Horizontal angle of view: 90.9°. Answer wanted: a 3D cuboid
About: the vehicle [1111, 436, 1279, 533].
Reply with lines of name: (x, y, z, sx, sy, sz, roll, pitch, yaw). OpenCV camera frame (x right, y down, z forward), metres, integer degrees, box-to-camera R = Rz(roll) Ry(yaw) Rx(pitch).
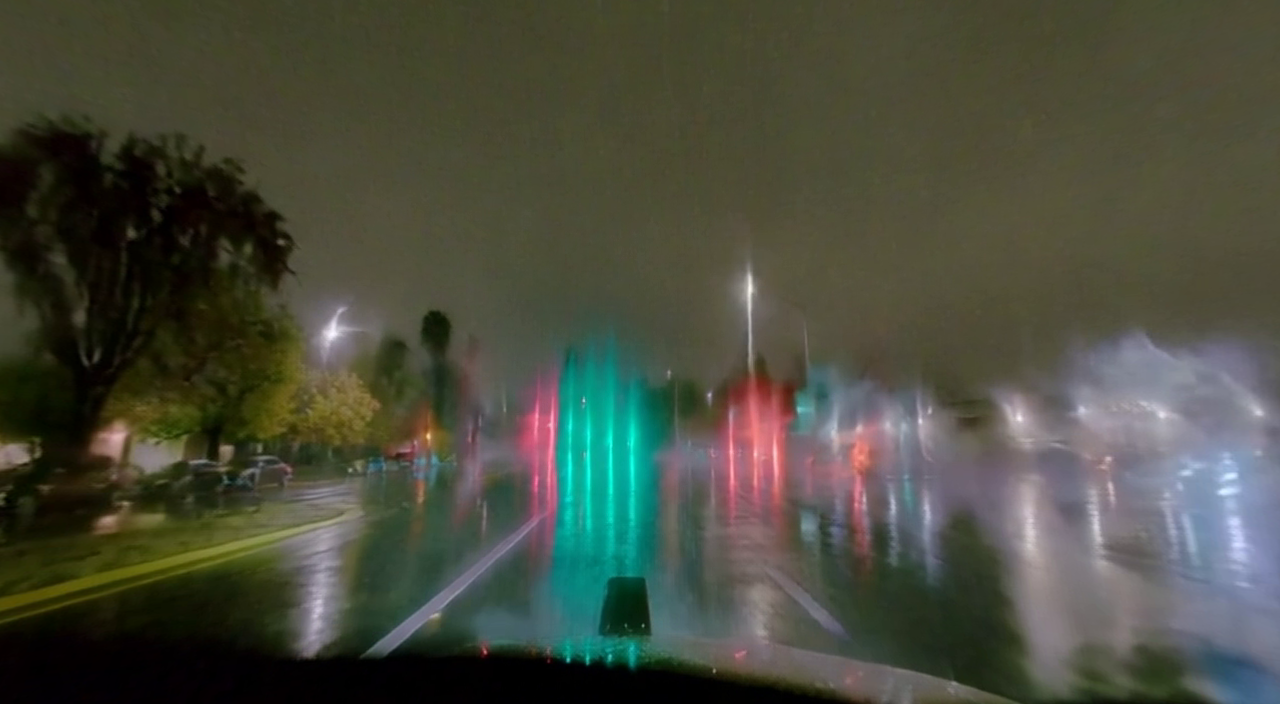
vehicle: (10.770, 2.290, 11.427, 1.901, 1.423, 4.448, -2, -9, 14)

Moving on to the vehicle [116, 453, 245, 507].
vehicle: (-17.634, 4.874, 24.509, 1.802, 1.477, 4.648, -3, -5, -4)

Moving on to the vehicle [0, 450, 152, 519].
vehicle: (-17.530, 3.897, 19.138, 1.883, 1.775, 4.466, -1, -8, -2)

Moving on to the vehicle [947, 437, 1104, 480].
vehicle: (15.873, 4.385, 26.194, 5.088, 1.538, 2.114, -2, -7, 3)

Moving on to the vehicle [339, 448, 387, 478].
vehicle: (-19.128, 7.658, 43.728, 1.916, 1.657, 4.366, -1, -6, -8)

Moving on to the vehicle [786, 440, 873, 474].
vehicle: (9.688, 5.399, 32.535, 1.919, 1.627, 4.196, 4, -10, -26)

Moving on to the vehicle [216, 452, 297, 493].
vehicle: (-17.942, 5.624, 29.659, 1.836, 1.512, 3.581, -2, -6, -5)

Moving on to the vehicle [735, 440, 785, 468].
vehicle: (8.087, 6.929, 42.849, 2.039, 1.752, 4.876, 1, -9, -5)
